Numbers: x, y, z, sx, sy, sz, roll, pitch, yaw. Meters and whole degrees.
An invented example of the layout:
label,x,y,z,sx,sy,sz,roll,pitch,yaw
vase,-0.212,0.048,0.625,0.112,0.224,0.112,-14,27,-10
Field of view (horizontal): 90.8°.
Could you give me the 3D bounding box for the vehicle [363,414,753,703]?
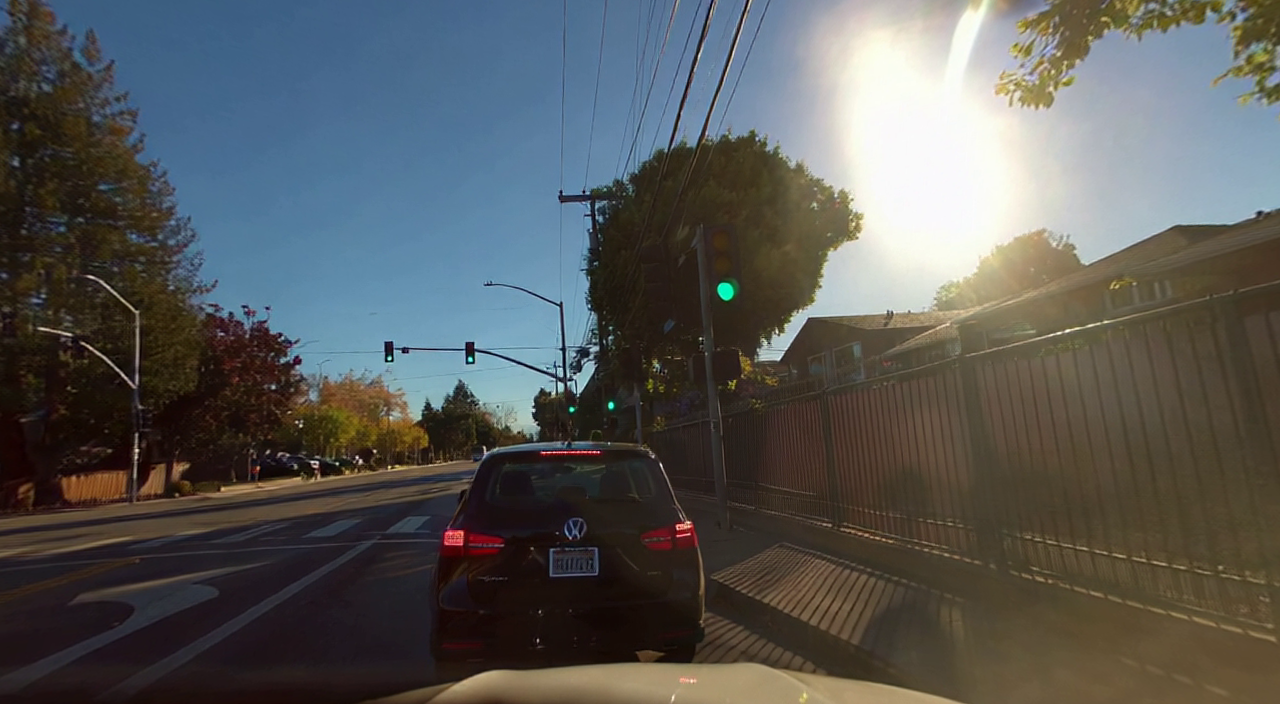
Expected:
label,x,y,z,sx,sy,sz,roll,pitch,yaw
vehicle,-0.680,1.362,5.216,2.024,1.502,3.702,1,-9,-9
